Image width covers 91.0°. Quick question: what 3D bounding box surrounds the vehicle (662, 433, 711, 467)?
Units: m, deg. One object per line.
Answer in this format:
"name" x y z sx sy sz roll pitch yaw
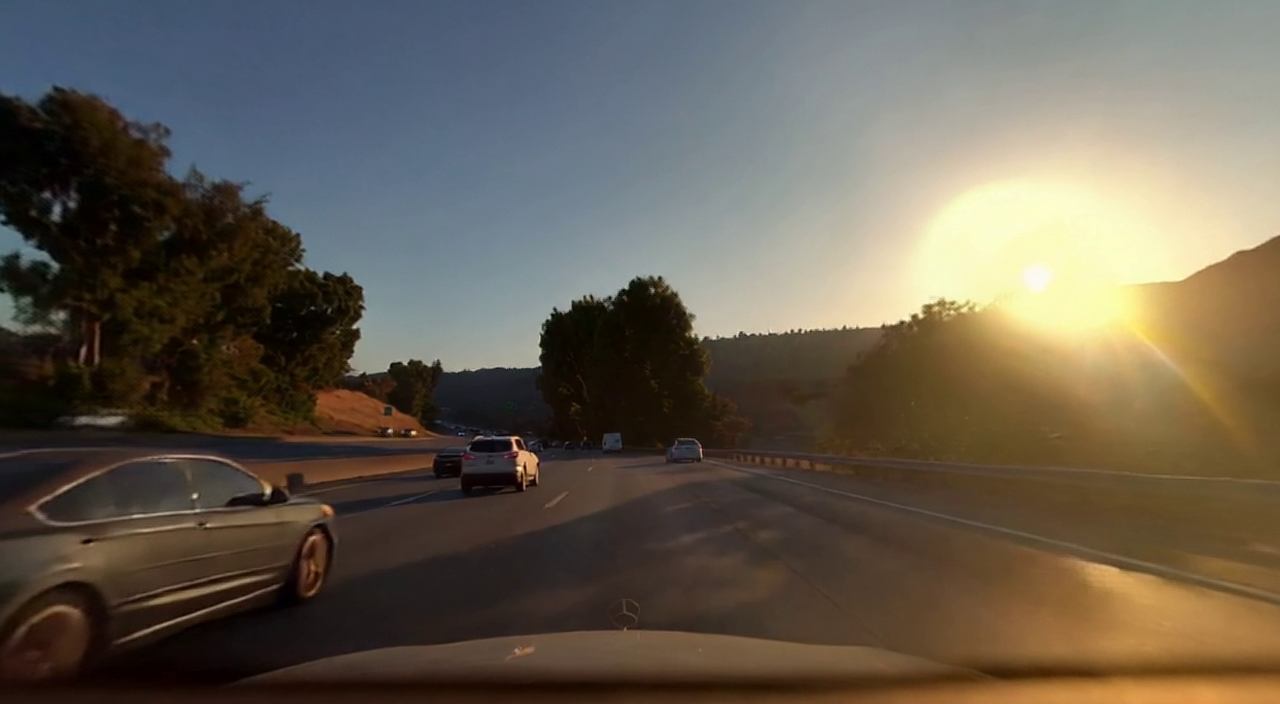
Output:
"vehicle" 2.413 5.272 33.813 2.053 1.698 4.097 1 -9 -3

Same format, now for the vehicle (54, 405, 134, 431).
"vehicle" -37.416 4.578 43.273 1.756 1.550 4.277 0 -9 -2

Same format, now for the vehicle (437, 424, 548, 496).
"vehicle" -3.797 2.868 17.037 2.002 1.680 4.301 0 -9 0
